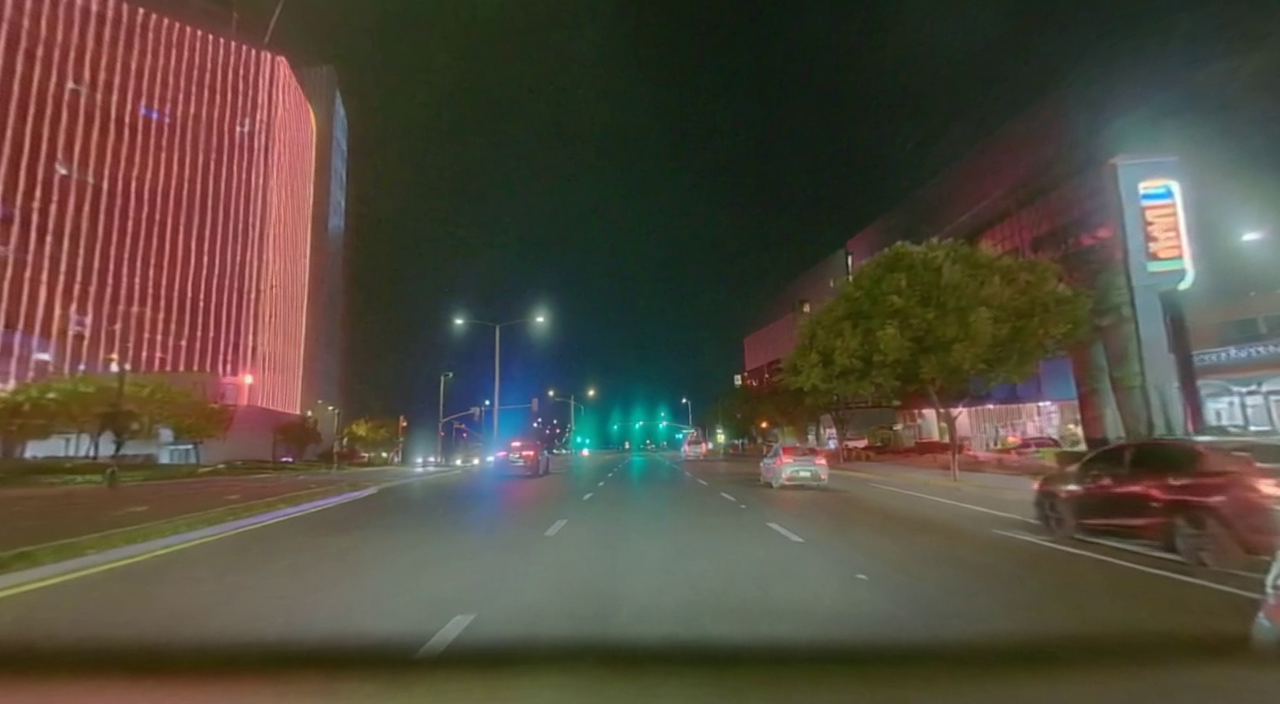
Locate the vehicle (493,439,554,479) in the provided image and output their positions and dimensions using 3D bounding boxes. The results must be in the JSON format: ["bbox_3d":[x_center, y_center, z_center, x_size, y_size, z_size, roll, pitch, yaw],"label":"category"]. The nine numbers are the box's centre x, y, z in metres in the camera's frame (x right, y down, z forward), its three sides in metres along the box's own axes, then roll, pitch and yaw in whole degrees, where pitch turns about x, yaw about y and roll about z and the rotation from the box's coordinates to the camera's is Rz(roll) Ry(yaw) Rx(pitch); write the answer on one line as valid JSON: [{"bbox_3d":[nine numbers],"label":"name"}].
[{"bbox_3d":[-4.712,4.372,26.087,1.917,1.511,4.436,0,-8,-3],"label":"vehicle"}]

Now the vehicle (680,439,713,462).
[{"bbox_3d":[4.305,7.562,48.461,2.007,1.683,4.171,0,-8,-1],"label":"vehicle"}]

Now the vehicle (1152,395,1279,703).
[{"bbox_3d":[3.438,0.660,0.682,1.981,1.499,4.536,0,-8,1],"label":"vehicle"}]

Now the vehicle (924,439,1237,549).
[{"bbox_3d":[7.280,2.349,11.271,2.090,1.515,4.731,0,-8,-1],"label":"vehicle"}]
